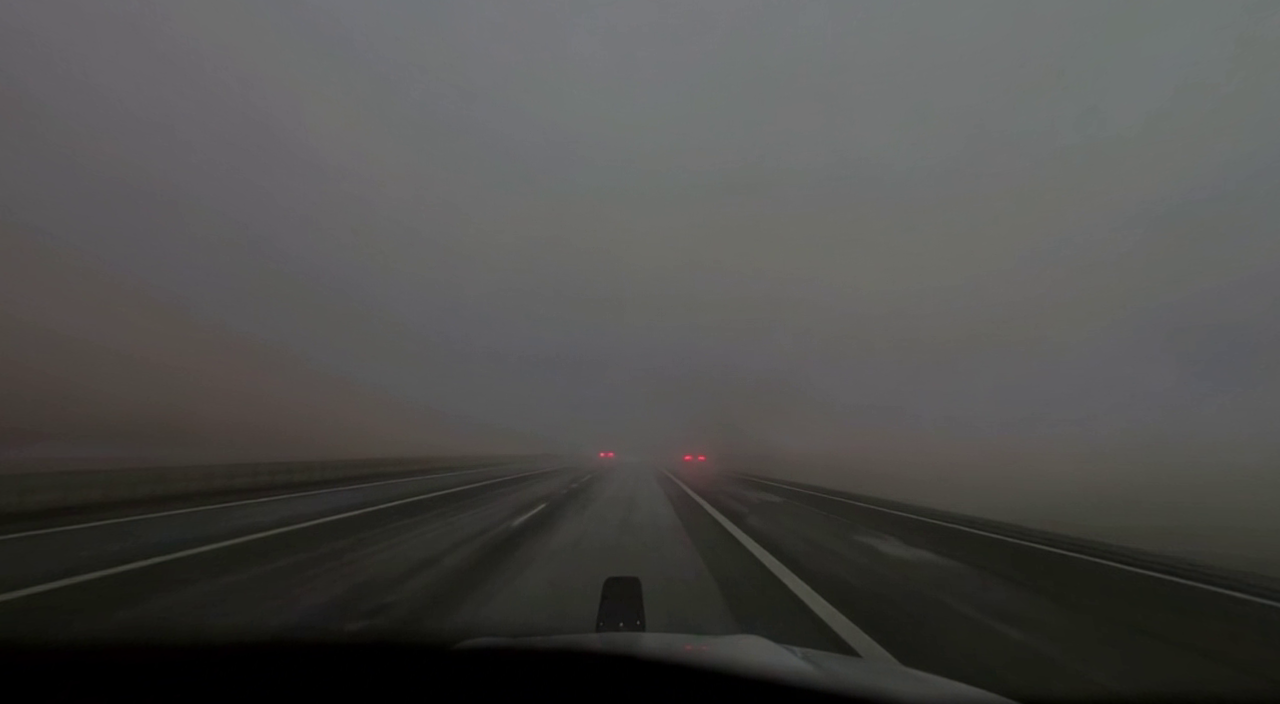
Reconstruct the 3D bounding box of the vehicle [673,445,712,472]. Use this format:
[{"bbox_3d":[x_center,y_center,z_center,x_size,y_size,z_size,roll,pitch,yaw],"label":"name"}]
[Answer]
[{"bbox_3d":[3.543,7.286,43.342,2.133,1.746,4.511,0,-9,-1],"label":"vehicle"}]
